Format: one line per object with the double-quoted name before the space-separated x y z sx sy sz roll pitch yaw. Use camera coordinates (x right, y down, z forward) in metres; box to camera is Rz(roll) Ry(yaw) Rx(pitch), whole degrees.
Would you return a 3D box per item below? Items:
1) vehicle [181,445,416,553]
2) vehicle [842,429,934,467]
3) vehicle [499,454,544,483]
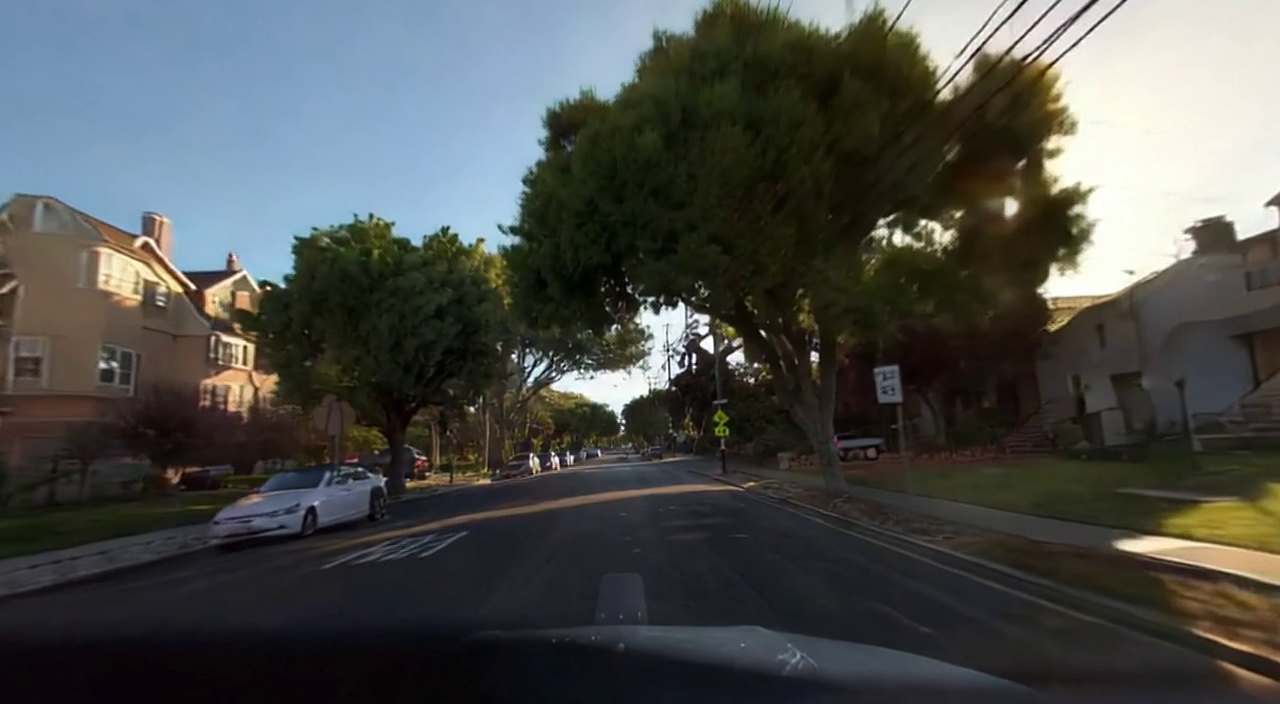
"vehicle" -6.801 2.933 13.498 2.162 1.757 5.201 -2 -9 -1
"vehicle" 13.258 5.146 33.839 4.145 1.767 1.880 -9 -10 29
"vehicle" -7.193 7.078 38.764 2.041 1.587 3.920 -2 -9 0
